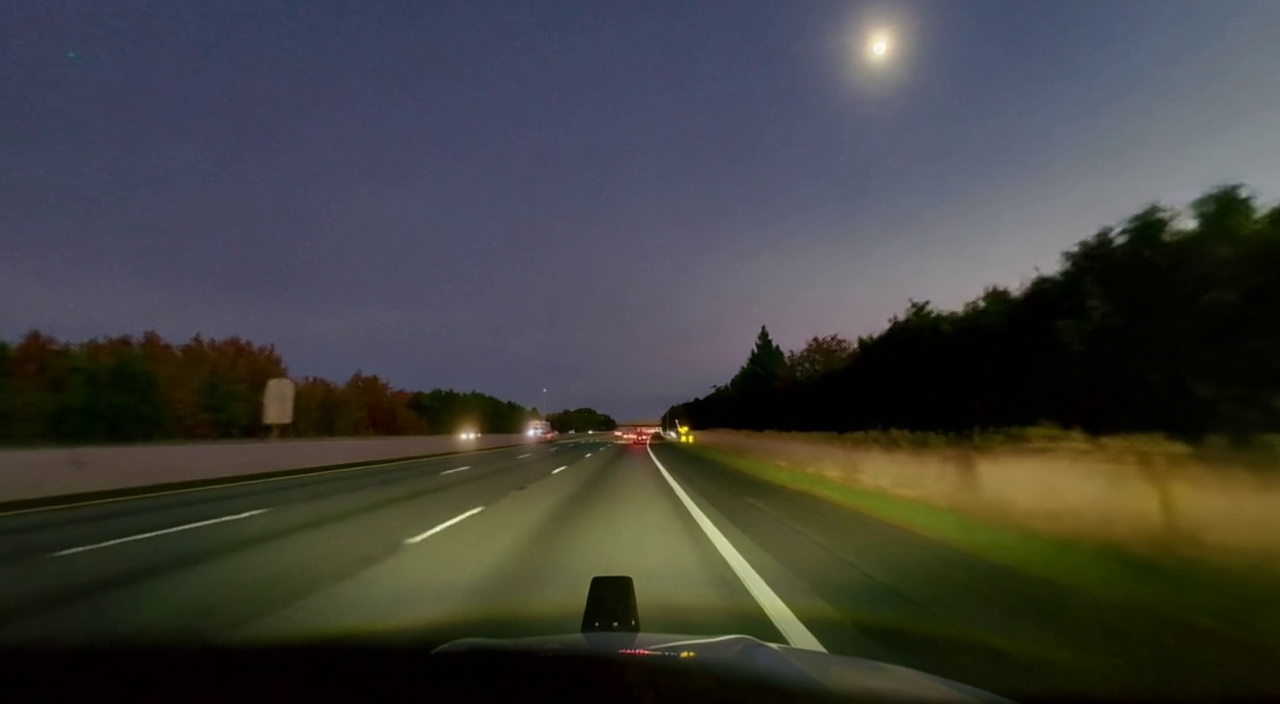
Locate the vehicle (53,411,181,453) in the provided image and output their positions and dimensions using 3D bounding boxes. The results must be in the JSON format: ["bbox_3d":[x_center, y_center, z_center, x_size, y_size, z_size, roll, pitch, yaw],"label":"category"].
[{"bbox_3d":[-20.441,3.173,24.802,1.694,1.520,3.886,0,-8,0],"label":"vehicle"}]
